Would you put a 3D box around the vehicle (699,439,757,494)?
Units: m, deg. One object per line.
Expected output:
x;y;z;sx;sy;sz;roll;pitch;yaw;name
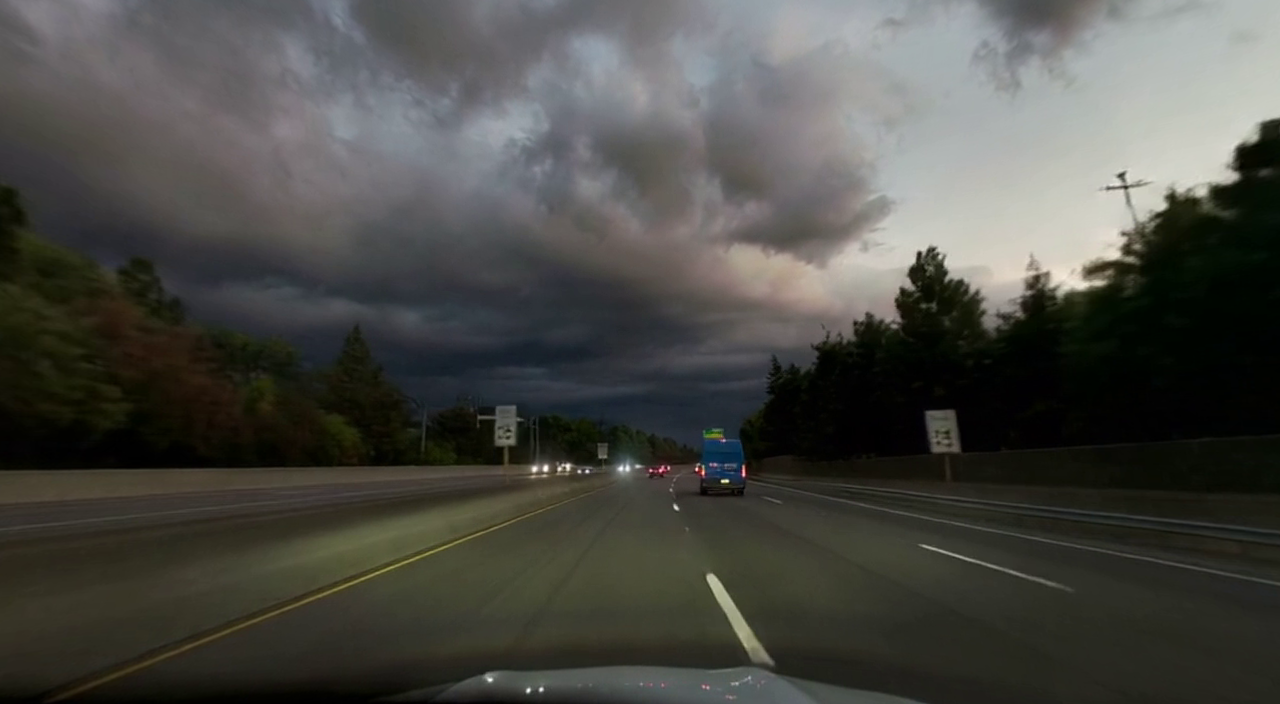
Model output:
4.494;6.027;33.204;2.366;2.595;5.793;0;-11;1;vehicle
